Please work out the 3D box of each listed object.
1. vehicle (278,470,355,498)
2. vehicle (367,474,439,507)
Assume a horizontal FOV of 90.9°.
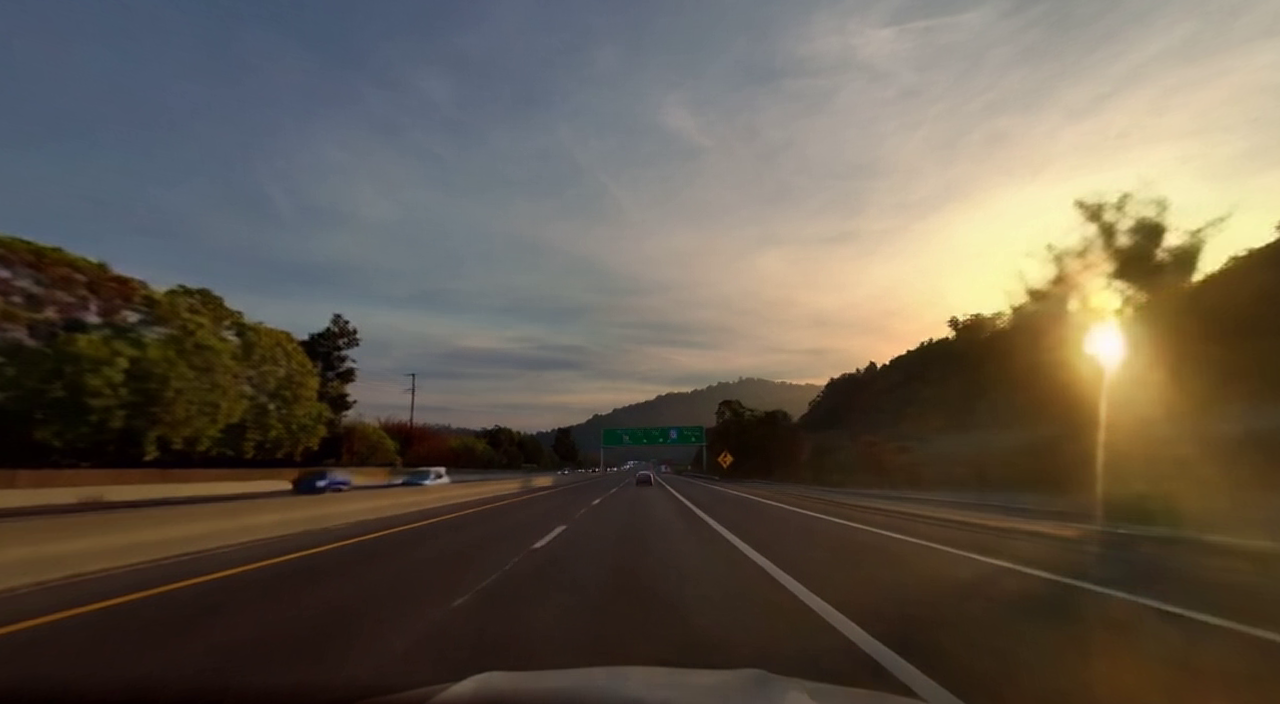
[{"bbox_3d":[-18.990,7.758,37.267,2.004,1.483,4.647,1,-11,1],"label":"vehicle"},{"bbox_3d":[-11.348,6.648,30.547,1.818,1.419,4.237,1,-11,0],"label":"vehicle"}]
